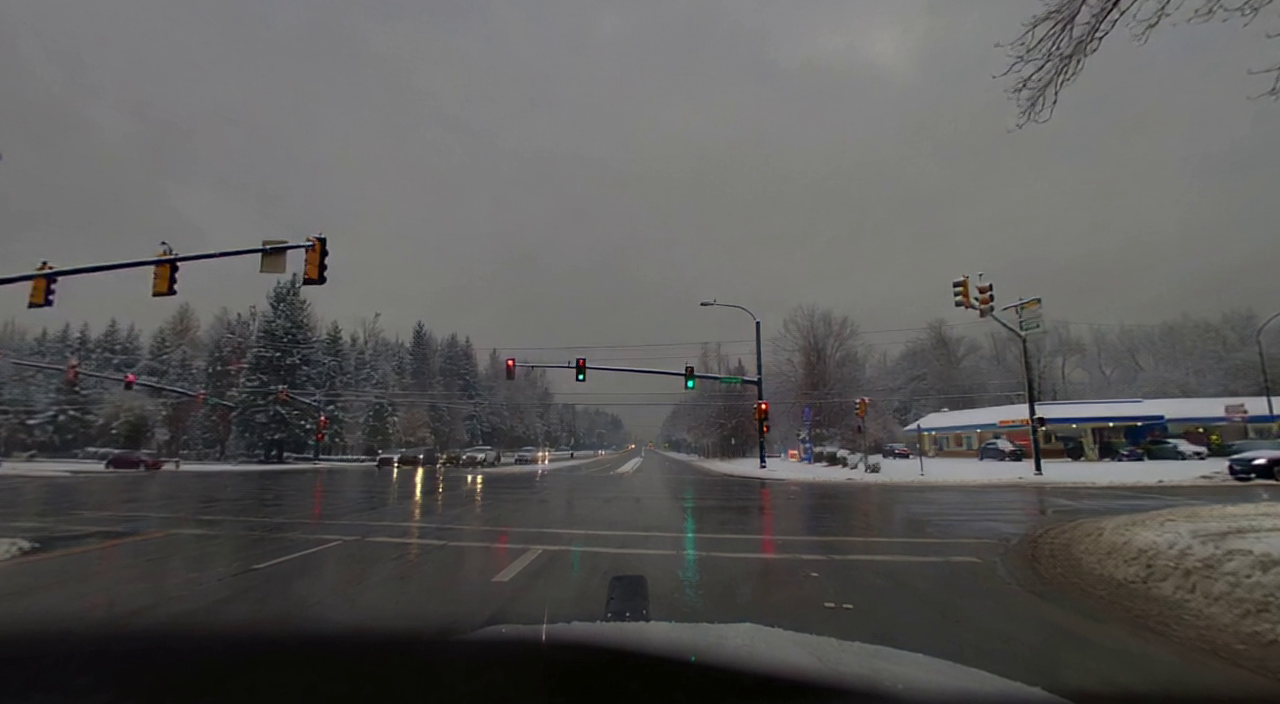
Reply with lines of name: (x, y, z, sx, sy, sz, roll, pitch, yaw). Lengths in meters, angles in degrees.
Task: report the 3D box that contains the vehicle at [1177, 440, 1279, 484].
vehicle: (22.088, 3.782, 21.835, 4.716, 1.455, 2.060, -3, -9, 17)
